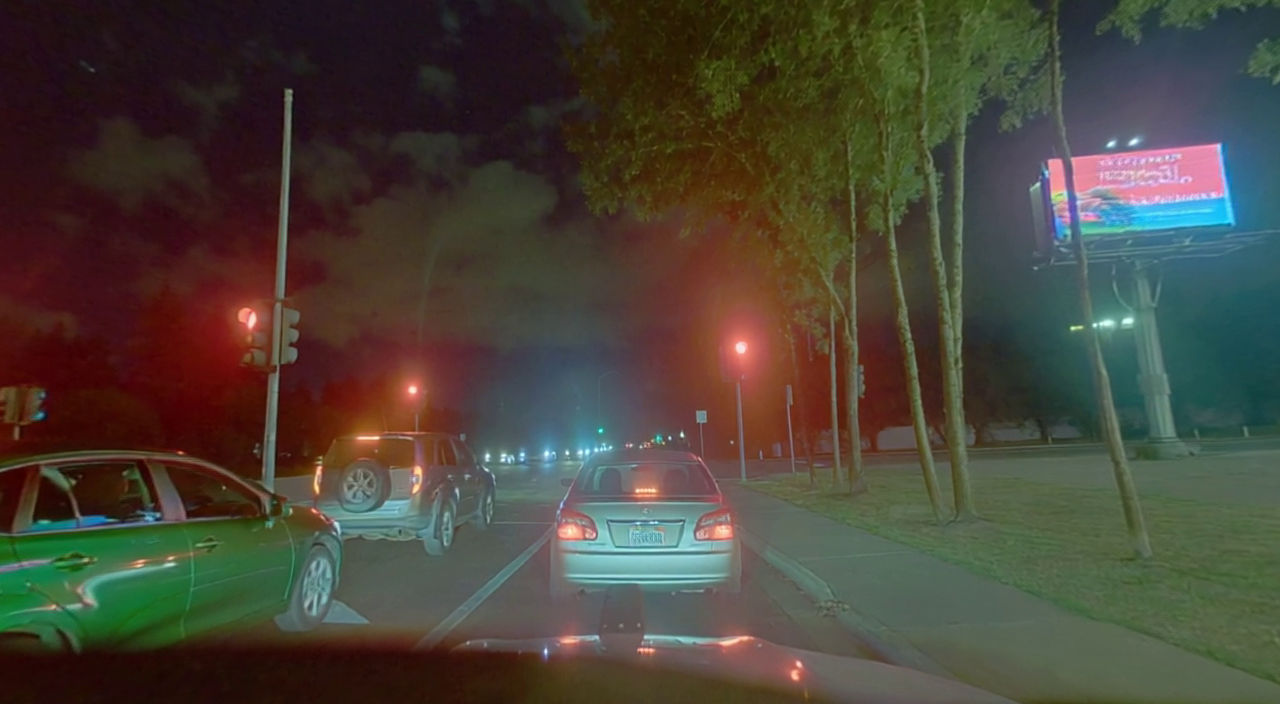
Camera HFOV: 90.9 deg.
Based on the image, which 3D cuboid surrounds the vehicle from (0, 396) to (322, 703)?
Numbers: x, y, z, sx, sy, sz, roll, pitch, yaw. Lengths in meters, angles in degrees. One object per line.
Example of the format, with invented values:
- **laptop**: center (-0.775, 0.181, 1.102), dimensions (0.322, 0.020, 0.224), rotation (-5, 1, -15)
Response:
- **vehicle**: center (-3.158, 0.959, 2.404), dimensions (1.808, 1.520, 3.846), rotation (-1, -9, 1)

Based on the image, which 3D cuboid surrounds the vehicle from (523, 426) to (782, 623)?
- **vehicle**: center (0.025, 1.586, 6.615), dimensions (1.977, 1.467, 3.474), rotation (0, -9, -2)

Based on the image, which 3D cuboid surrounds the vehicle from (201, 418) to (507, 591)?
- **vehicle**: center (-3.176, 1.783, 8.134), dimensions (1.950, 1.628, 4.082), rotation (-1, -9, 1)
